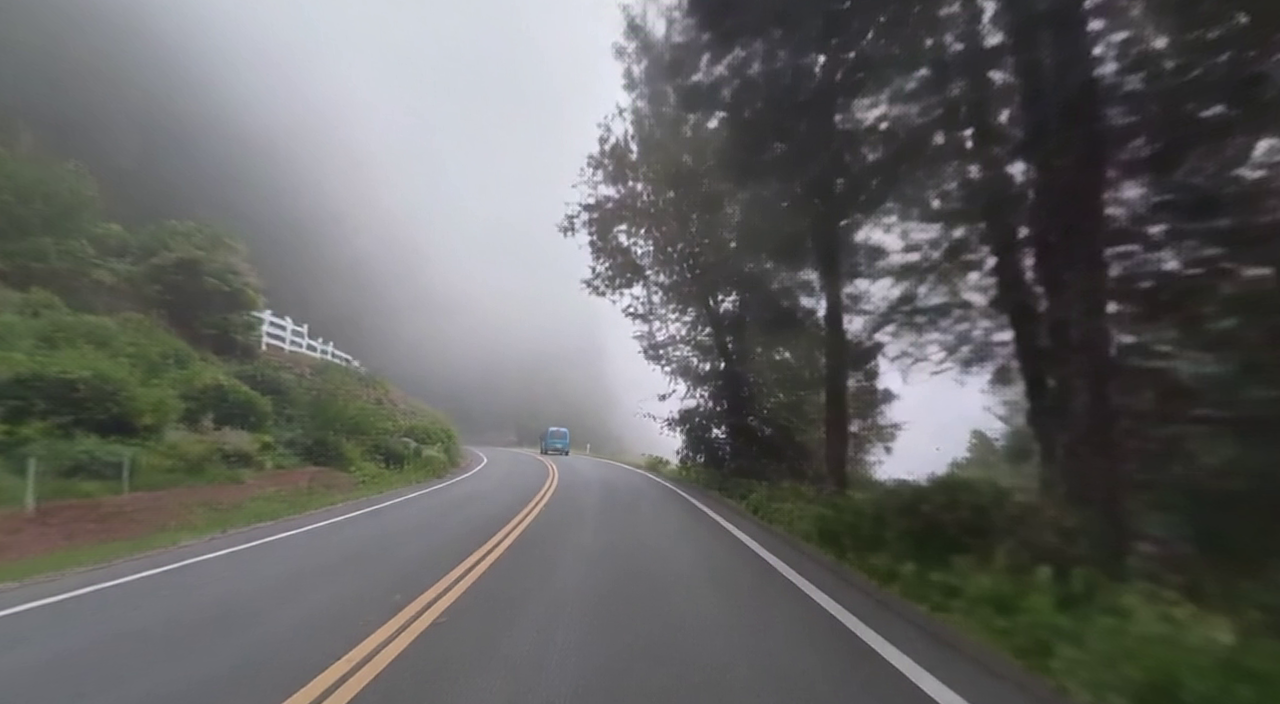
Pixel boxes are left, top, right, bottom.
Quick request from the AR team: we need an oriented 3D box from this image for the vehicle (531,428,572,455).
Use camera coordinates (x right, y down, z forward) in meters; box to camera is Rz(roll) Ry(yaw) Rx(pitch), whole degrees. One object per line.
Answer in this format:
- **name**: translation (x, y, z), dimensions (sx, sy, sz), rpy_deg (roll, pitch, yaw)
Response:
- **vehicle**: translation (-6.967, 6.990, 49.309), dimensions (2.439, 1.912, 5.605), rpy_deg (2, -8, -15)
